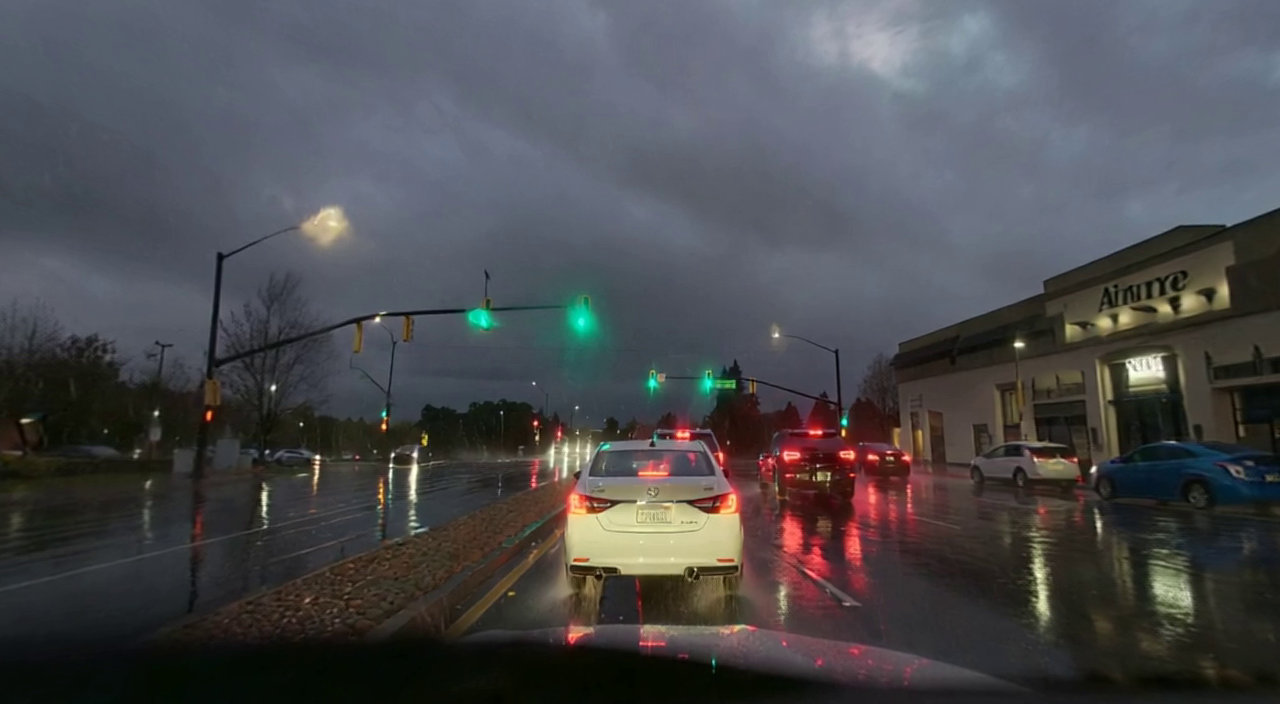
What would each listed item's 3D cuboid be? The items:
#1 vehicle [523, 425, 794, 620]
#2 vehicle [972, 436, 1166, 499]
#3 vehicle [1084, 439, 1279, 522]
[{"bbox_3d":[0.133,1.630,7.013,2.067,1.471,4.241,0,-9,0],"label":"vehicle"},{"bbox_3d":[14.066,3.816,21.371,2.309,1.819,5.793,1,-9,-3],"label":"vehicle"},{"bbox_3d":[14.189,3.107,15.951,2.235,1.721,5.230,0,-9,1],"label":"vehicle"}]
